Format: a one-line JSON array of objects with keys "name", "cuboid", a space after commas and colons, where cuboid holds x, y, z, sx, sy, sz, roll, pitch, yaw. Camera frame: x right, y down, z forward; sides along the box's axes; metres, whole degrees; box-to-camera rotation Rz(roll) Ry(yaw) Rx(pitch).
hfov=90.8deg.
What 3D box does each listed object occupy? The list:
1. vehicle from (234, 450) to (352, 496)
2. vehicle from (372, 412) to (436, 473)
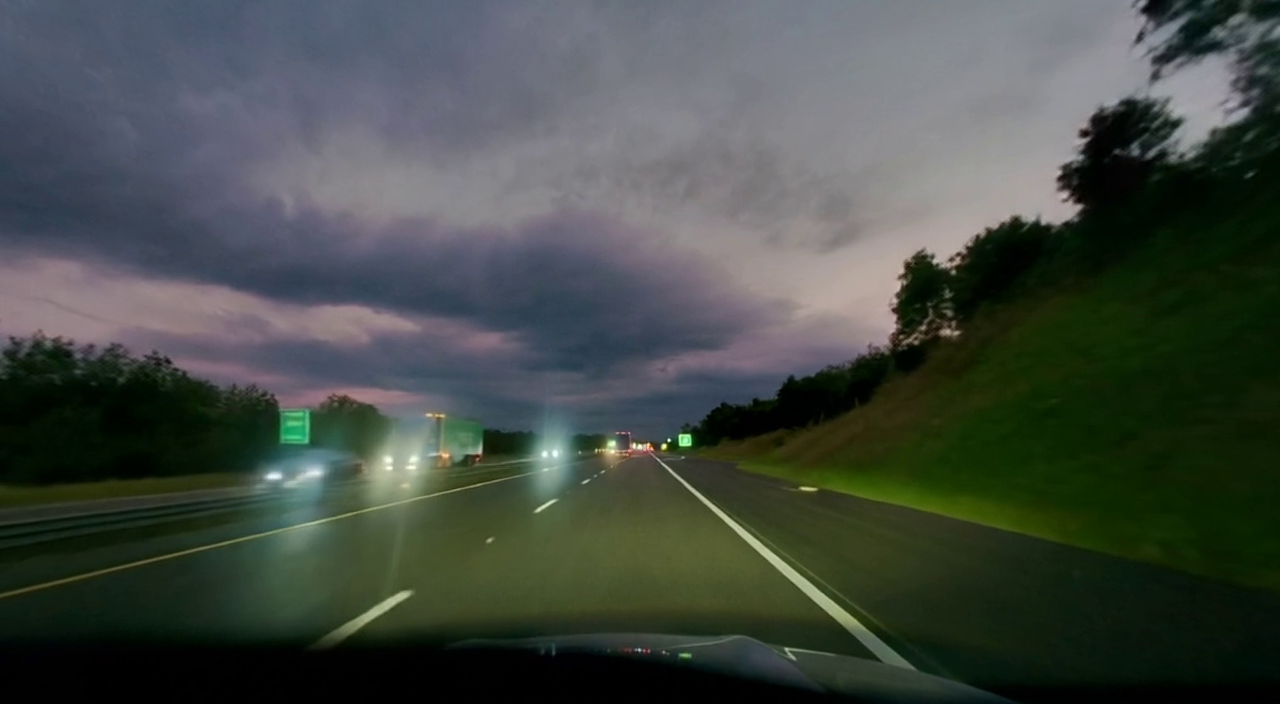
[{"name": "vehicle", "cuboid": [-12.086, 4.198, 22.313, 1.870, 1.446, 4.016, 0, -9, 0]}, {"name": "vehicle", "cuboid": [-16.223, 6.253, 43.610, 3.104, 3.970, 2.917, -1, -9, 1]}]
